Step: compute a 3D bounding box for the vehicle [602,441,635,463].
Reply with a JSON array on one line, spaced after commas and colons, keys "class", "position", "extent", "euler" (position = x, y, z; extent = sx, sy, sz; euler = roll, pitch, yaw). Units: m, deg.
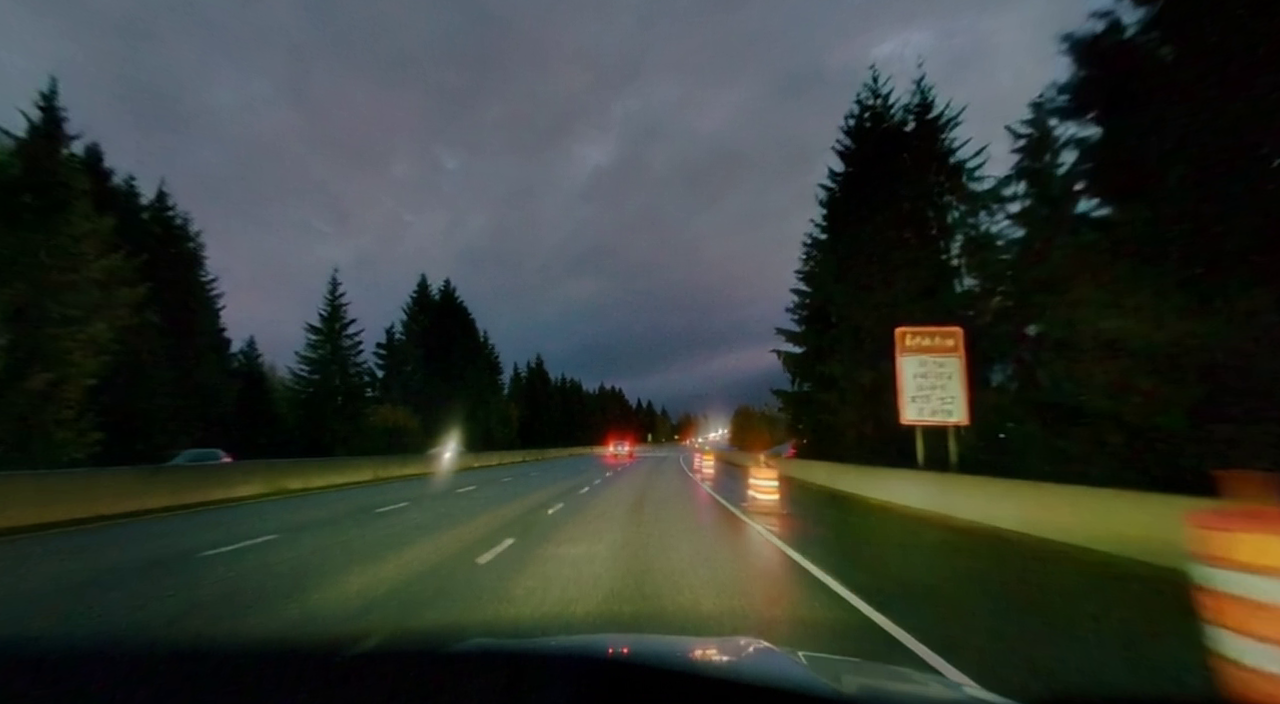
[{"class": "vehicle", "position": [-1.453, 7.103, 44.933], "extent": [2.118, 1.475, 4.263], "euler": [0, -8, 1]}]

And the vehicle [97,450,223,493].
[{"class": "vehicle", "position": [-18.383, 4.565, 24.357], "extent": [1.884, 1.459, 3.767], "euler": [0, -8, 0]}]
